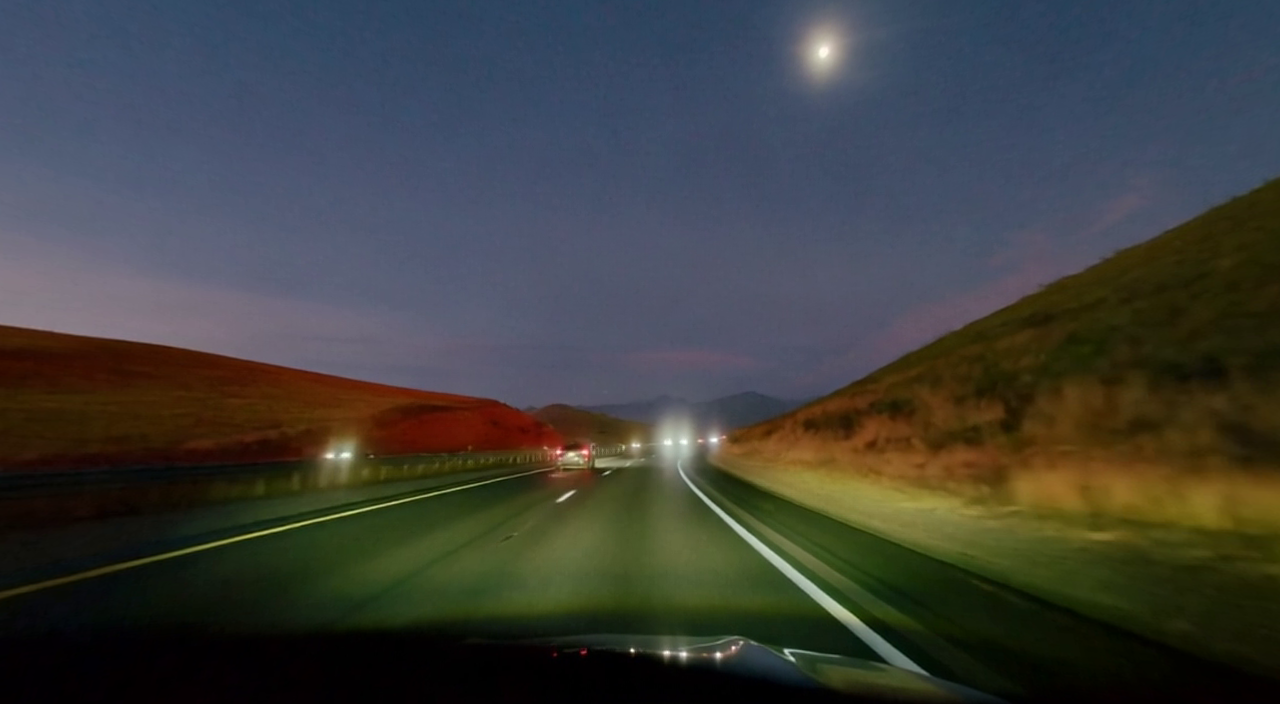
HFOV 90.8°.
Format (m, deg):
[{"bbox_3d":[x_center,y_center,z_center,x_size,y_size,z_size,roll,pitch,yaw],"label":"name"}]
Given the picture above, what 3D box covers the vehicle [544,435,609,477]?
[{"bbox_3d":[-2.804,4.738,29.025,2.252,1.743,4.560,0,-8,3],"label":"vehicle"}]
